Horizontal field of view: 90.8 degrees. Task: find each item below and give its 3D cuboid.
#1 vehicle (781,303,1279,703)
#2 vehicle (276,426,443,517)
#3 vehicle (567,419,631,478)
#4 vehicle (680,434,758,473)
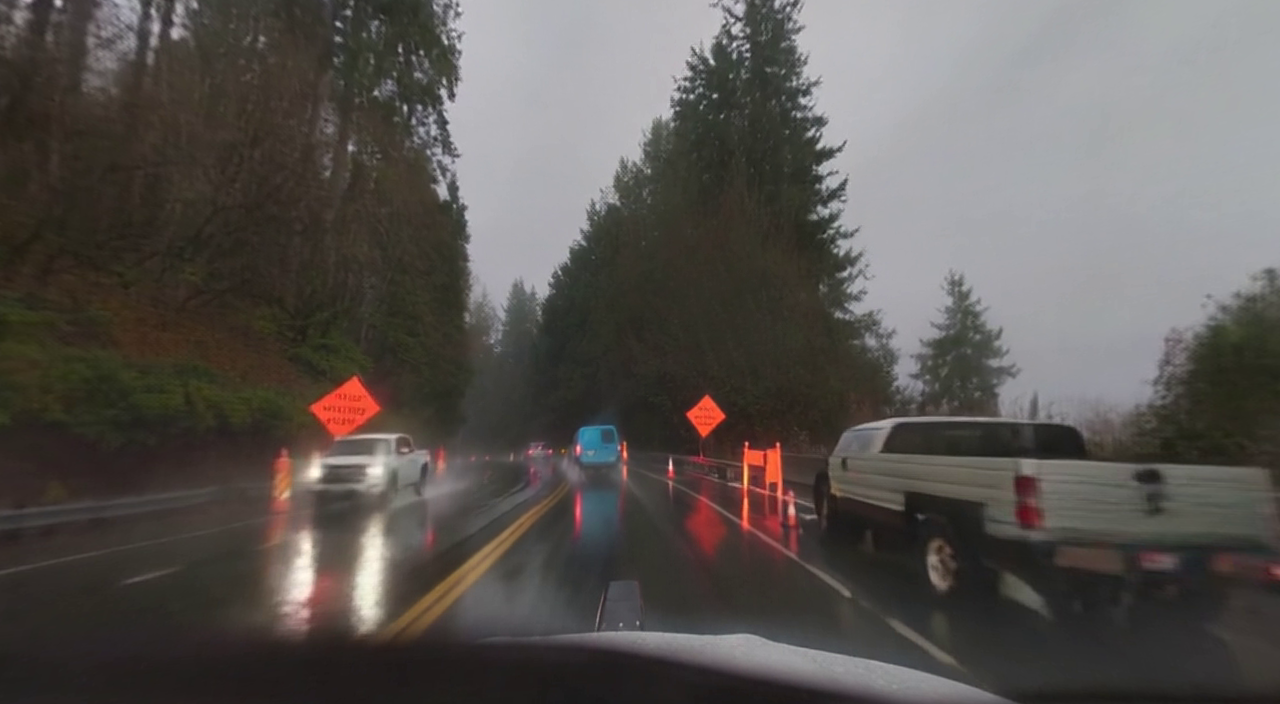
[{"bbox_3d":[3.580,1.224,6.477,2.415,1.932,6.910,1,-8,-3],"label":"vehicle"},{"bbox_3d":[-6.094,2.631,14.441,1.992,1.712,4.504,1,-8,-4],"label":"vehicle"},{"bbox_3d":[-1.858,4.123,27.031,2.362,2.247,4.892,1,-8,-8],"label":"vehicle"},{"bbox_3d":[2.900,3.839,24.137,2.277,1.299,3.889,-1,-8,-3],"label":"vehicle"}]
